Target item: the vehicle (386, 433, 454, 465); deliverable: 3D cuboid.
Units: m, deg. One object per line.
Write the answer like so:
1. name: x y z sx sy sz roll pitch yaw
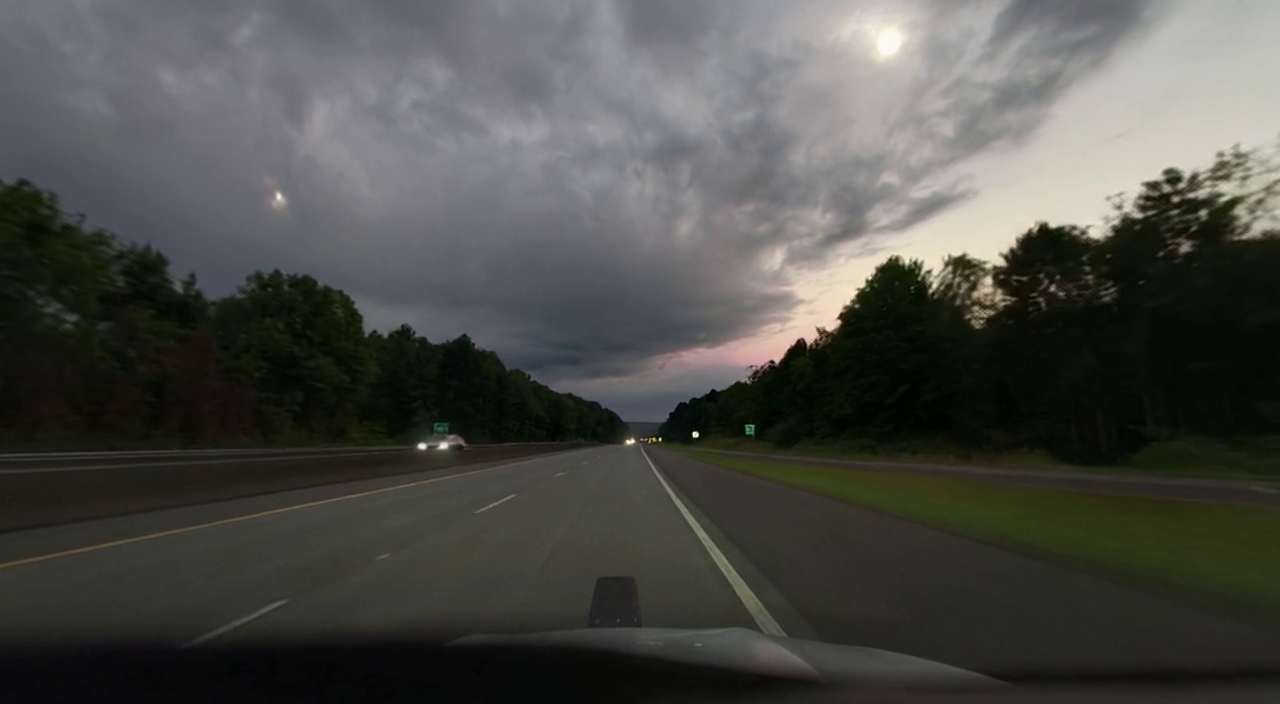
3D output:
1. vehicle: -11.150 4.942 32.146 1.857 1.497 4.398 0 -8 0
